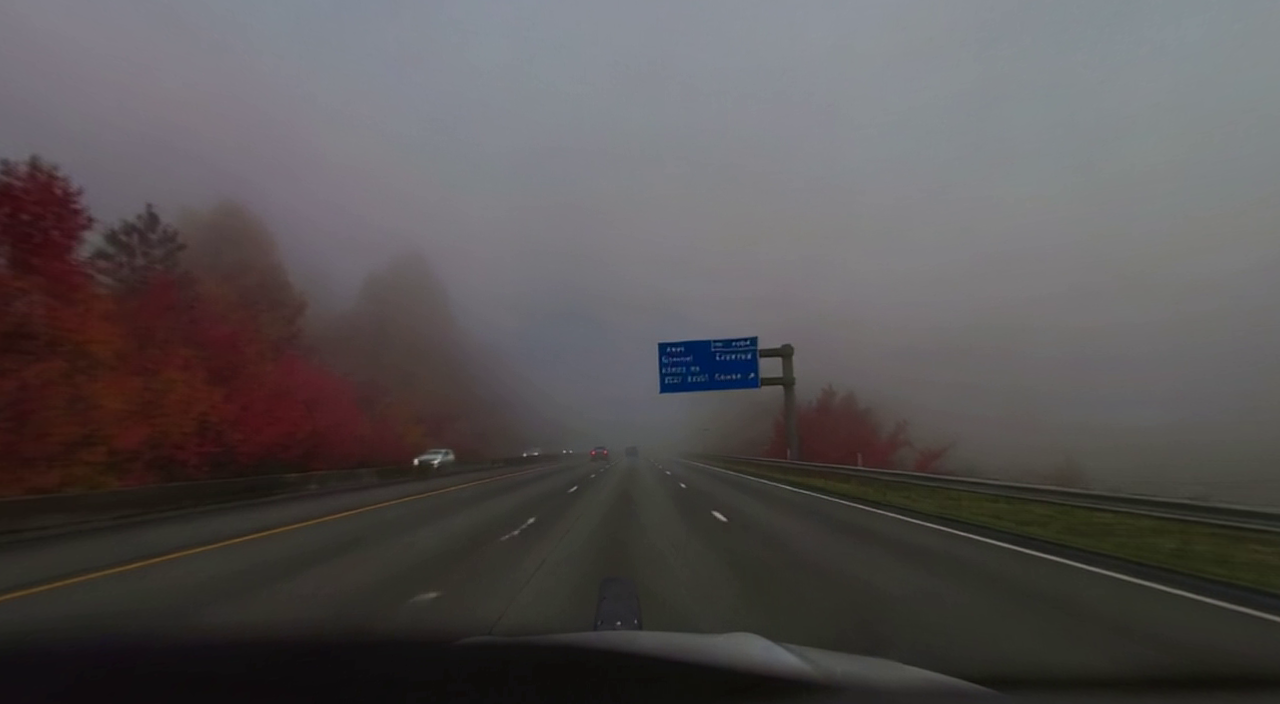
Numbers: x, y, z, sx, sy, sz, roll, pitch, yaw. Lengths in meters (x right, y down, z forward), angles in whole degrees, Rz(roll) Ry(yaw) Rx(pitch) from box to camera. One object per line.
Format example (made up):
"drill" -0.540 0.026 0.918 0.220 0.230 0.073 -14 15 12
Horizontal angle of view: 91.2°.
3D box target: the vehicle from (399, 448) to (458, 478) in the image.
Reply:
"vehicle" -11.868 6.237 35.410 1.841 1.547 4.273 0 -9 0
